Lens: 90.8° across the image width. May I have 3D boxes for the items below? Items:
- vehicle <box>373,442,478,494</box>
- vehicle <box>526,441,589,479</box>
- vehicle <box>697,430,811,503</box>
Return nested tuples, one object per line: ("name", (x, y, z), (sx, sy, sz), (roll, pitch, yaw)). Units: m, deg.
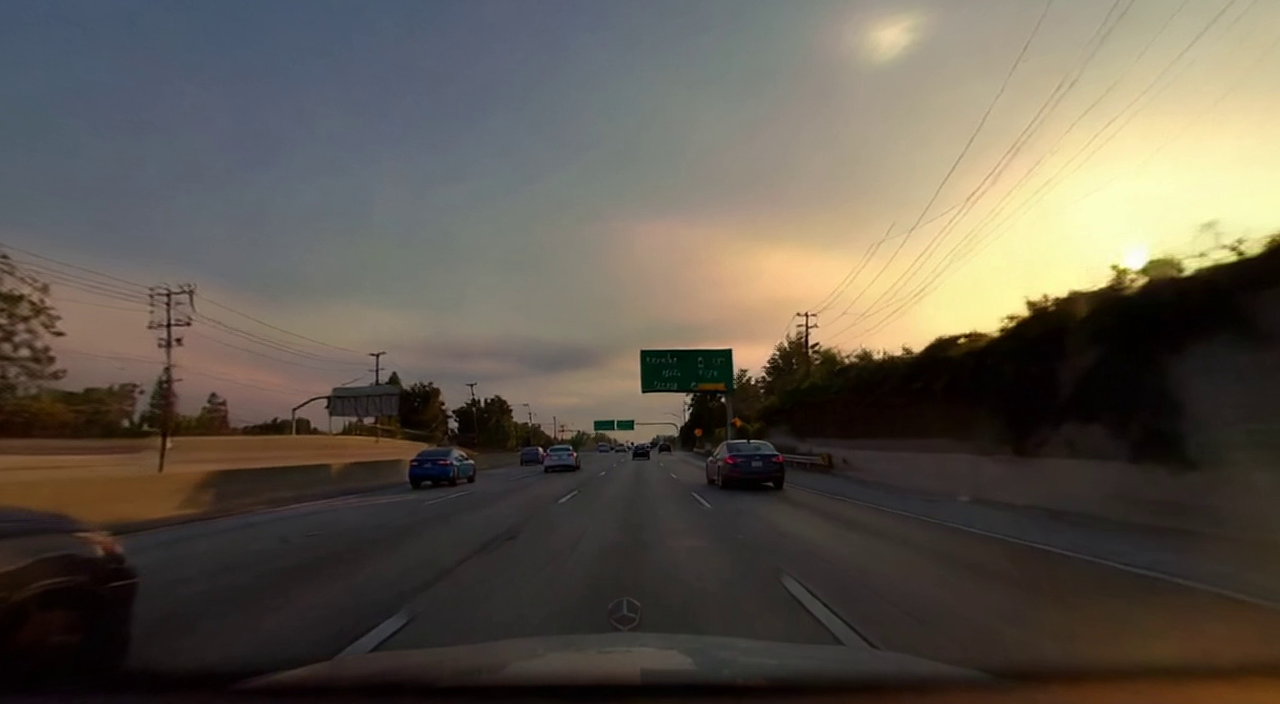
("vehicle", (-6.707, 3.638, 20.269), (1.903, 1.482, 4.180), (0, -8, 0))
("vehicle", (-3.426, 4.562, 26.999), (2.066, 1.488, 4.377), (0, -8, 1))
("vehicle", (2.837, 2.979, 16.856), (2.100, 1.659, 4.387), (0, -8, -1))
